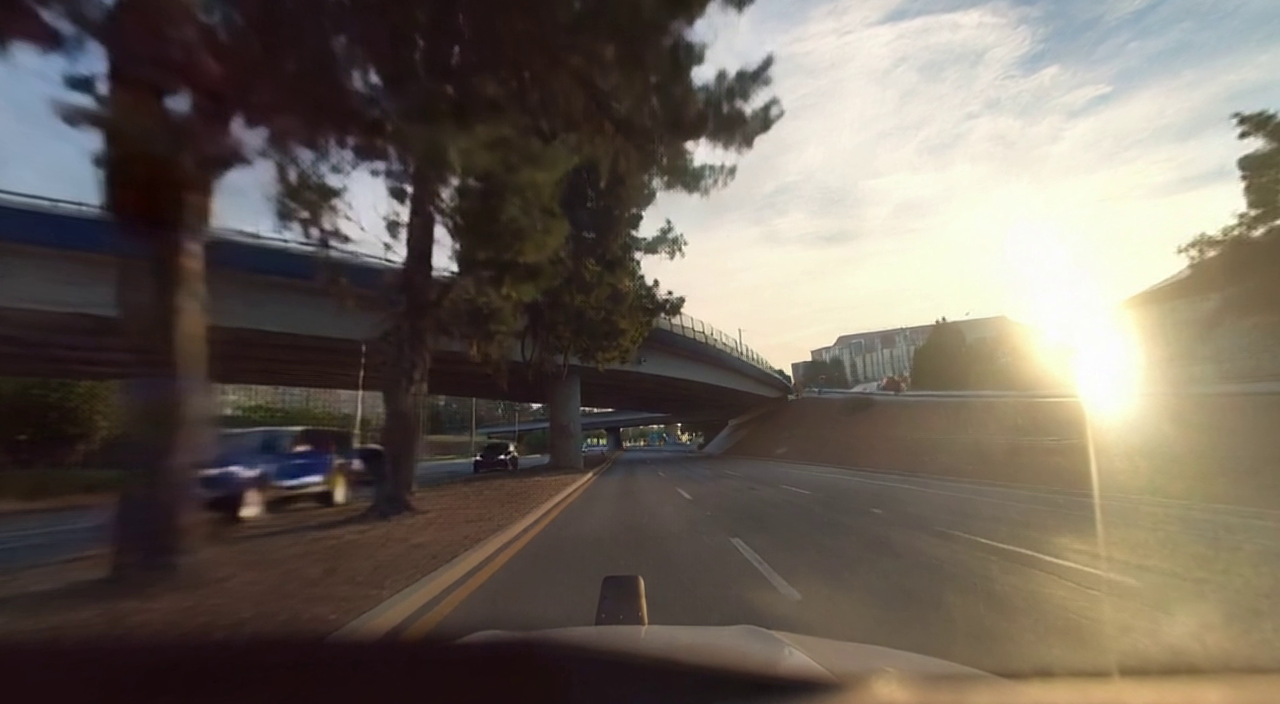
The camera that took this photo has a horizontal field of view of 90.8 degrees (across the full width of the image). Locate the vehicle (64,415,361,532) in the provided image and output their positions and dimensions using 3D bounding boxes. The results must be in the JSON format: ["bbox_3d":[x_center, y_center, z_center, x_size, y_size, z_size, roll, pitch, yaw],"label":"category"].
[{"bbox_3d":[-8.587,2.509,13.736,2.312,1.970,5.878,0,-9,0],"label":"vehicle"}]

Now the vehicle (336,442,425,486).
[{"bbox_3d":[-11.870,5.108,29.295,2.123,1.769,4.886,-2,-8,-1],"label":"vehicle"}]

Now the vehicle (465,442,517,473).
[{"bbox_3d":[-8.673,6.190,37.238,2.017,1.666,4.293,0,-9,0],"label":"vehicle"}]
